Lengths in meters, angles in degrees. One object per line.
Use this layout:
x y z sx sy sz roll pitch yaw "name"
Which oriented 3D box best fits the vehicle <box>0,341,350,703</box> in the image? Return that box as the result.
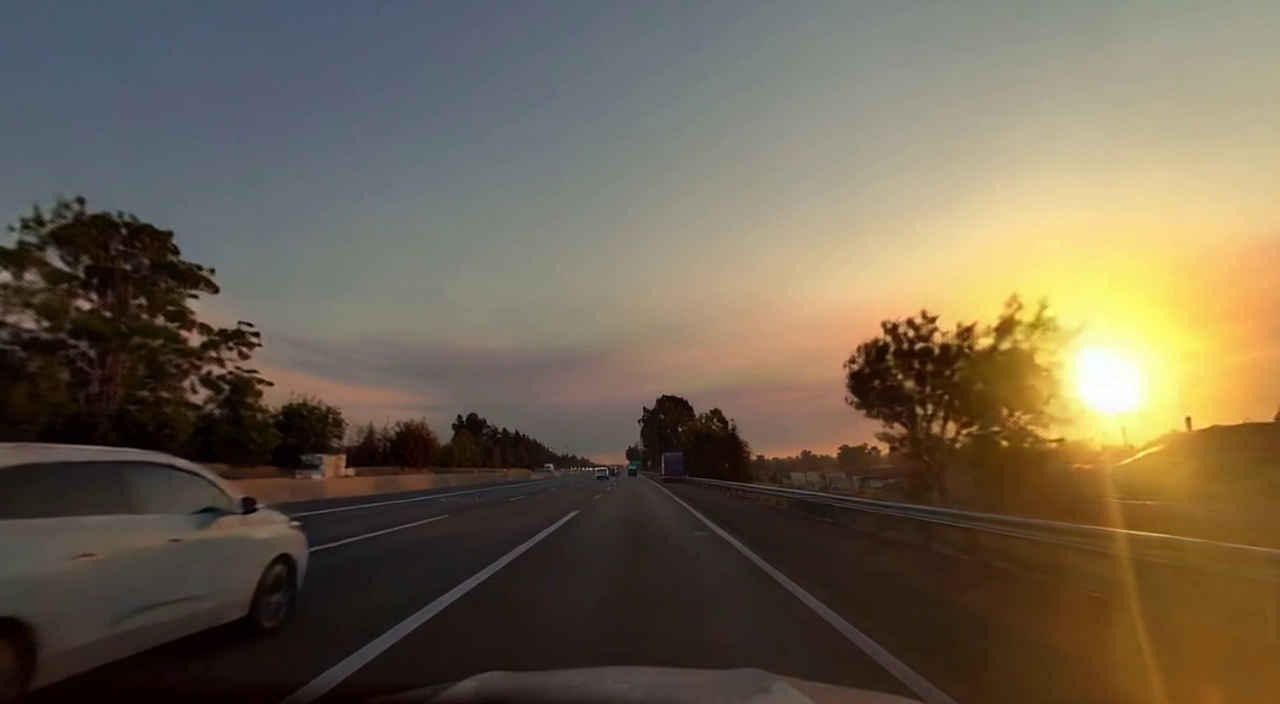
-3.842 1.027 3.581 2.036 1.835 4.888 1 -10 0 "vehicle"
